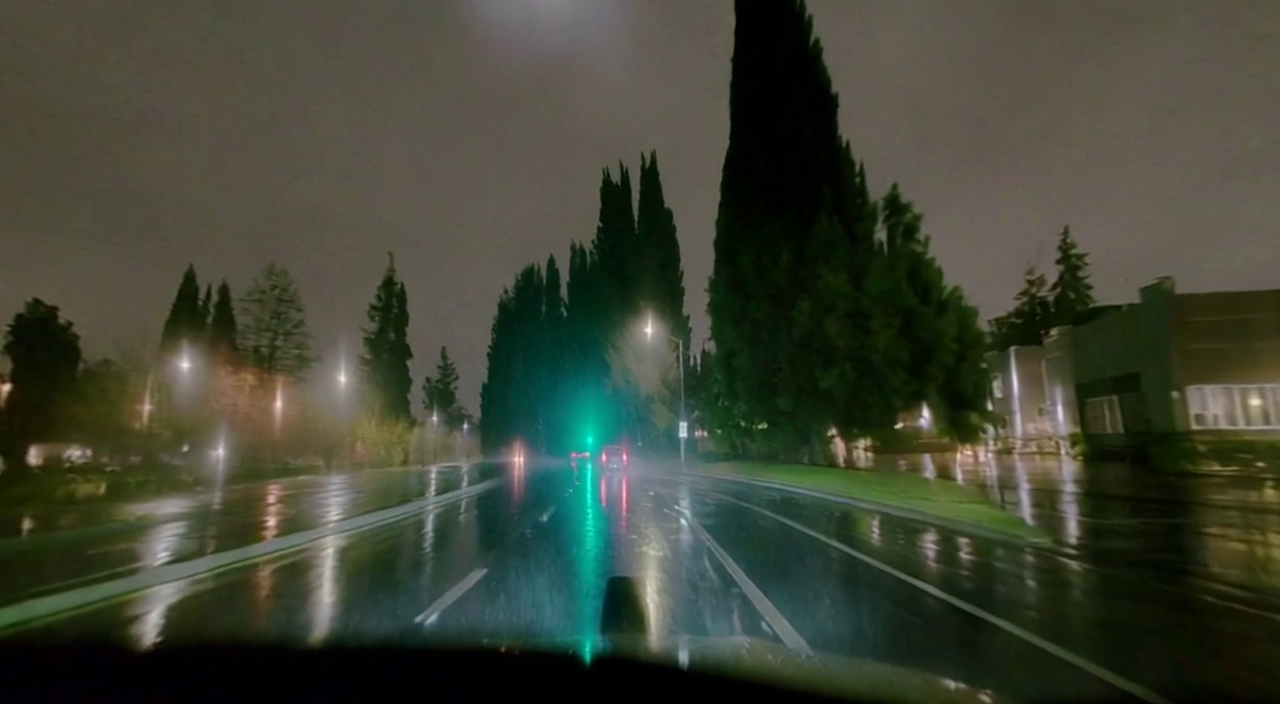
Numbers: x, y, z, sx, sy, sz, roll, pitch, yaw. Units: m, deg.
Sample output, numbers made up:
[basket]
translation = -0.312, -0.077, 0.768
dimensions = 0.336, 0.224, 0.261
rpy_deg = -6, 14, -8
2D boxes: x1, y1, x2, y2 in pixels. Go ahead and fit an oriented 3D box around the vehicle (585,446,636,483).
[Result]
[vehicle]
translation = -1.370, 4.888, 27.764
dimensions = 2.009, 1.456, 4.003
rpy_deg = 1, -8, -6
